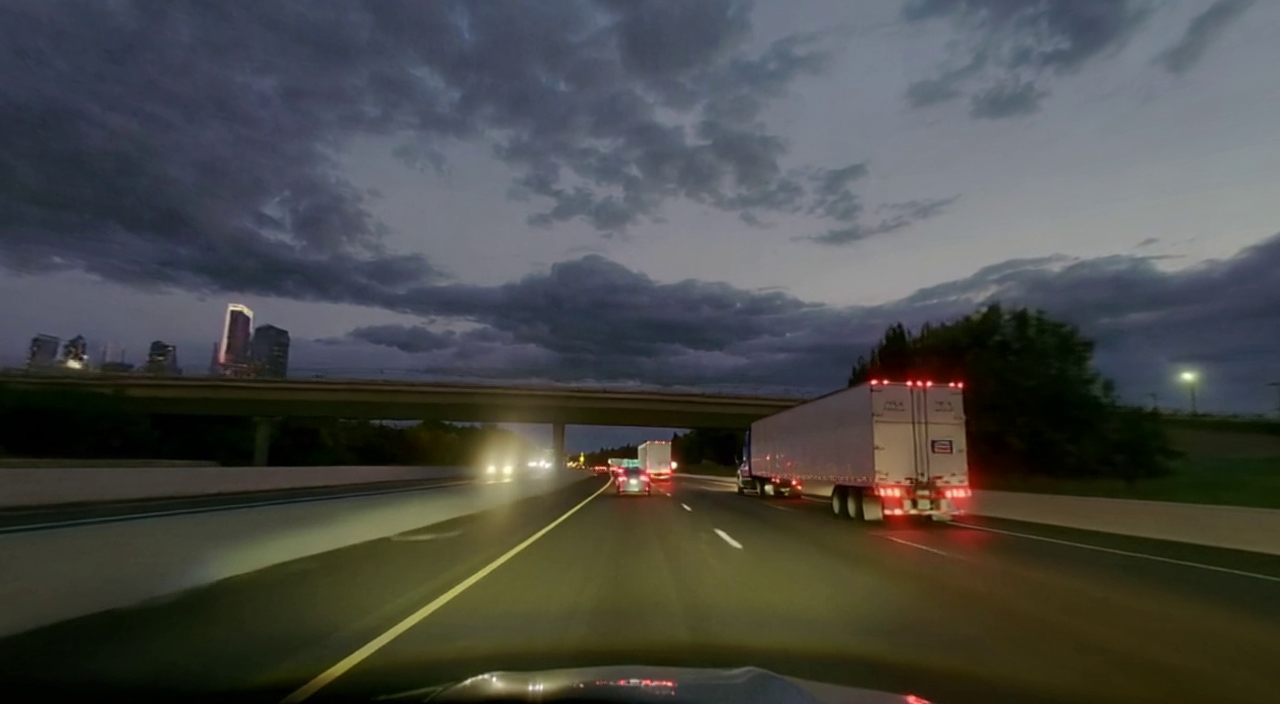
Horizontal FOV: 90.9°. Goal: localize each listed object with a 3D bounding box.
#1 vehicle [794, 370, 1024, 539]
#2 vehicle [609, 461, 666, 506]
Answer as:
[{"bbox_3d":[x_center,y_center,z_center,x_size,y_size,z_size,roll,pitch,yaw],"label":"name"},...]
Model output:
[{"bbox_3d":[6.922,2.984,18.032,2.839,3.684,8.091,1,-11,-1],"label":"vehicle"},{"bbox_3d":[-0.094,5.116,24.704,2.067,1.552,3.601,1,-11,-1],"label":"vehicle"}]
